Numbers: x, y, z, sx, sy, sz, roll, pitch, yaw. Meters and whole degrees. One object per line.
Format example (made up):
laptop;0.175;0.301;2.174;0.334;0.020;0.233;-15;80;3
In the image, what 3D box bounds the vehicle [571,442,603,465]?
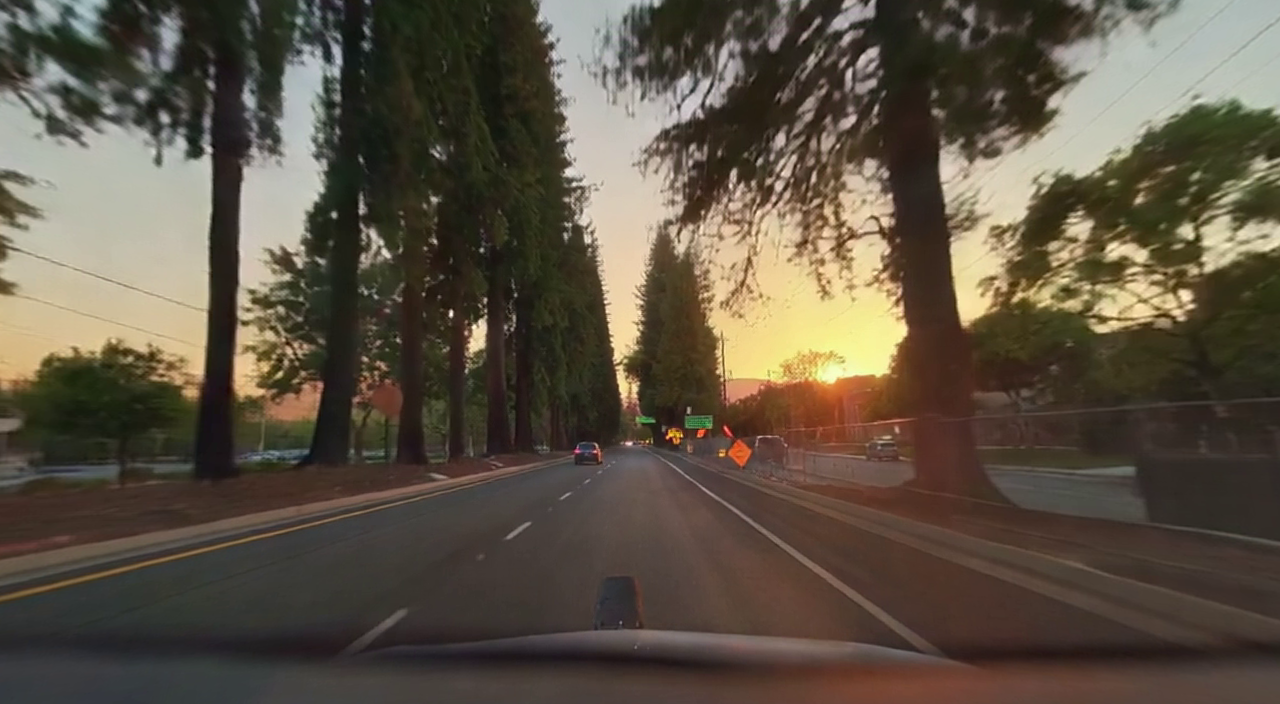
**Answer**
vehicle;-3.905;7.524;46.960;1.992;1.608;3.868;0;-8;1
